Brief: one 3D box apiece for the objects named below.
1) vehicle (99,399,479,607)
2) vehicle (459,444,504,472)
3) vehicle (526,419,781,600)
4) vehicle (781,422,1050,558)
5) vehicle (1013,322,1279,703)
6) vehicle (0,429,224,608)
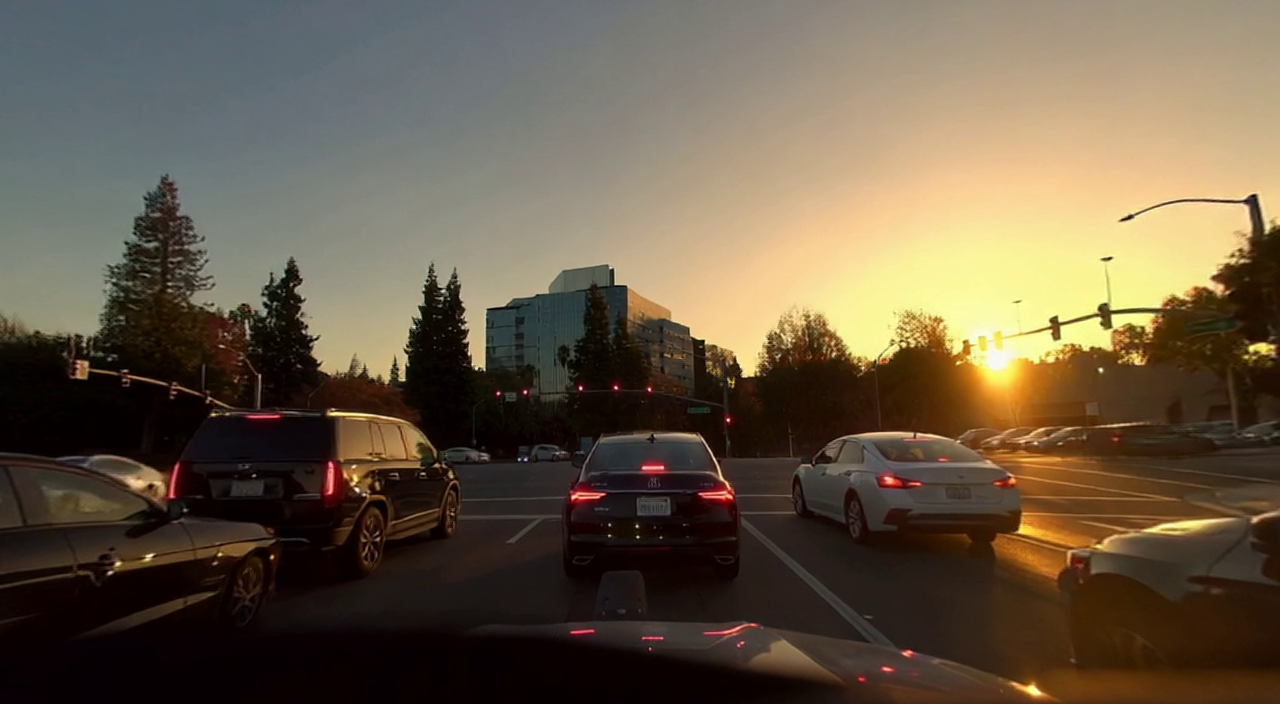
[{"bbox_3d":[-3.418,1.553,7.353,1.958,1.693,4.242,0,-9,0],"label":"vehicle"},{"bbox_3d":[-10.905,7.179,43.164,2.447,1.755,5.141,3,-9,-20],"label":"vehicle"},{"bbox_3d":[0.056,1.619,7.360,2.114,1.482,4.056,0,-9,-2],"label":"vehicle"},{"bbox_3d":[3.542,1.854,9.231,1.874,1.487,4.404,0,-9,-1],"label":"vehicle"},{"bbox_3d":[3.267,0.642,1.428,2.178,1.691,4.314,0,-9,0],"label":"vehicle"},{"bbox_3d":[-6.344,1.498,5.923,1.857,1.499,4.335,0,-9,1],"label":"vehicle"}]
